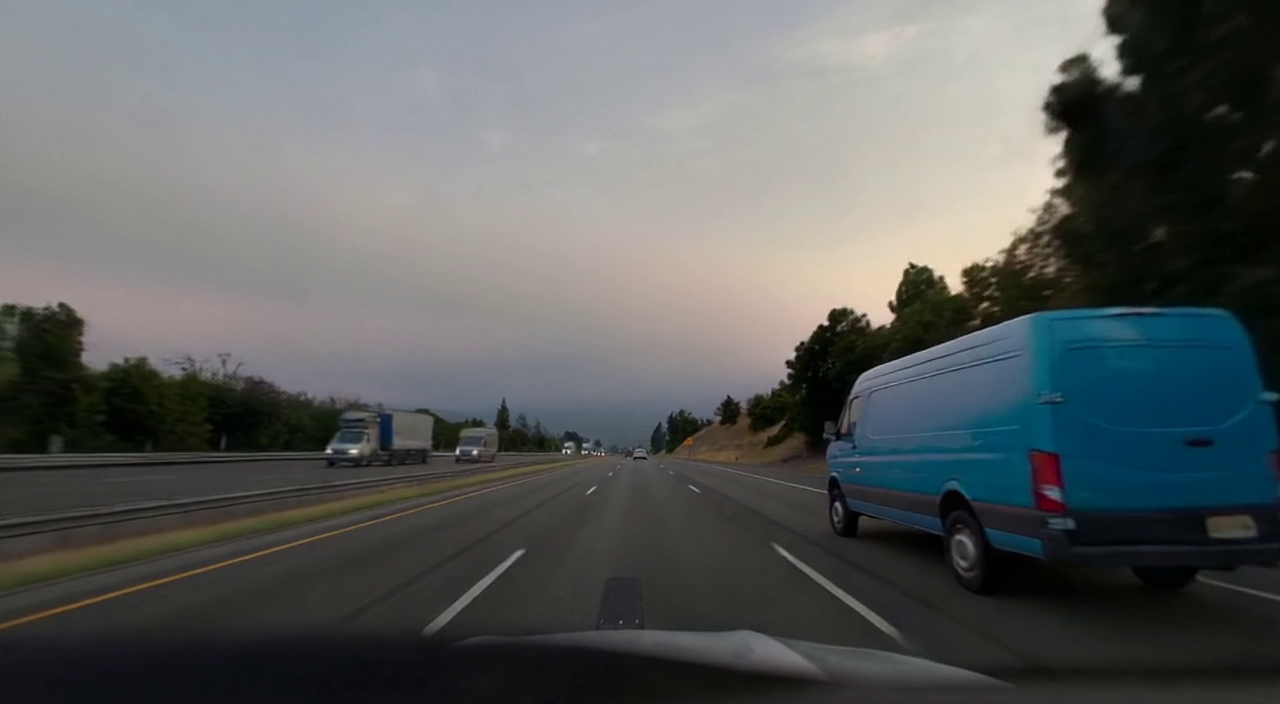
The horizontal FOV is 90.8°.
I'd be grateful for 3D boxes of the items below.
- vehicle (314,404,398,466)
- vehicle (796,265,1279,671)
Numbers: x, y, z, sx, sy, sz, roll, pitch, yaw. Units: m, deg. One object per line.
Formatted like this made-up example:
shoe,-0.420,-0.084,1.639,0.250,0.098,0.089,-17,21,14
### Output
vehicle,-19.592,5.866,43.976,2.946,3.975,6.121,0,-9,0
vehicle,3.964,1.172,7.271,2.552,2.524,6.630,0,-9,-1
